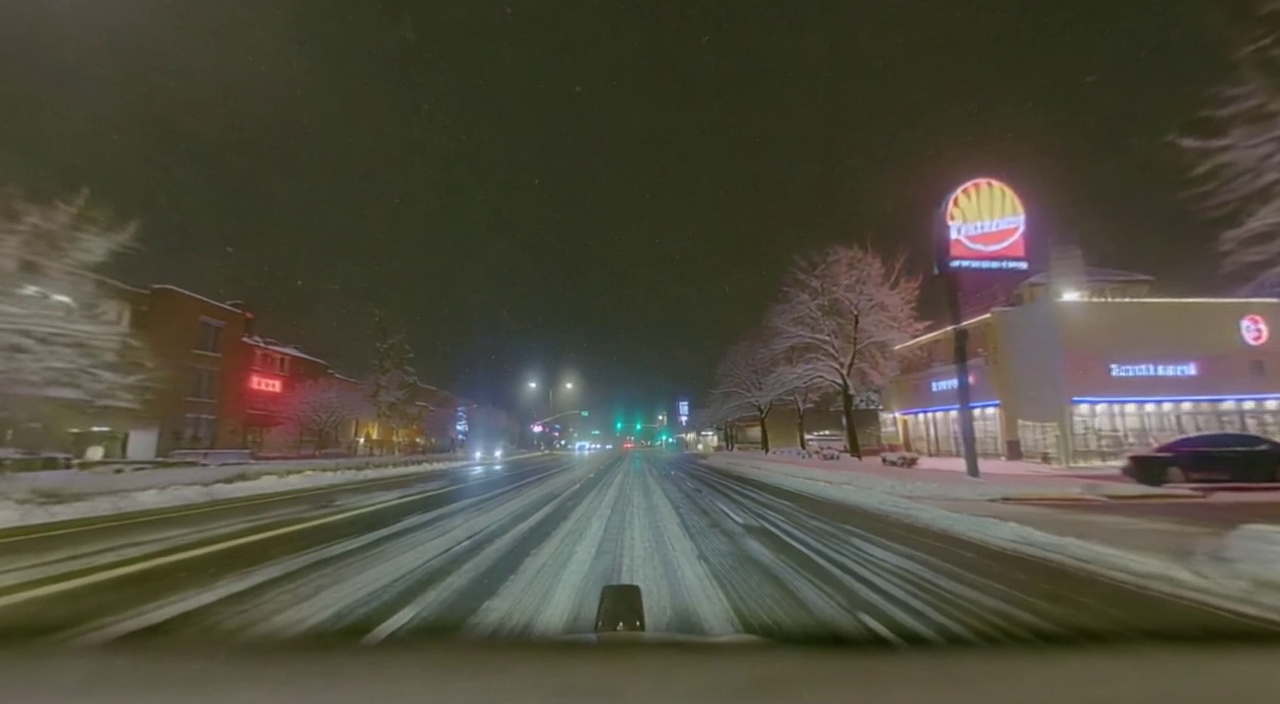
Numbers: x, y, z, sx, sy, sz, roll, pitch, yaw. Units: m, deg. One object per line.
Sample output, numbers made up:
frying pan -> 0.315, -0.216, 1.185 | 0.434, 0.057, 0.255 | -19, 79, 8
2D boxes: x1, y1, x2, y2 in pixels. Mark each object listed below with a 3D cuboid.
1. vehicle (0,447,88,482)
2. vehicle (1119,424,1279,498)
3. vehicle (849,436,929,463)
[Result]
vehicle -> -31.134, 5.626, 31.829 | 4.654, 1.681, 2.034 | 0, -9, 0
vehicle -> 15.352, 2.814, 16.617 | 1.881, 1.664, 4.658 | 0, -9, 1
vehicle -> 16.877, 6.613, 42.943 | 4.634, 1.745, 1.893 | 0, -9, 0
